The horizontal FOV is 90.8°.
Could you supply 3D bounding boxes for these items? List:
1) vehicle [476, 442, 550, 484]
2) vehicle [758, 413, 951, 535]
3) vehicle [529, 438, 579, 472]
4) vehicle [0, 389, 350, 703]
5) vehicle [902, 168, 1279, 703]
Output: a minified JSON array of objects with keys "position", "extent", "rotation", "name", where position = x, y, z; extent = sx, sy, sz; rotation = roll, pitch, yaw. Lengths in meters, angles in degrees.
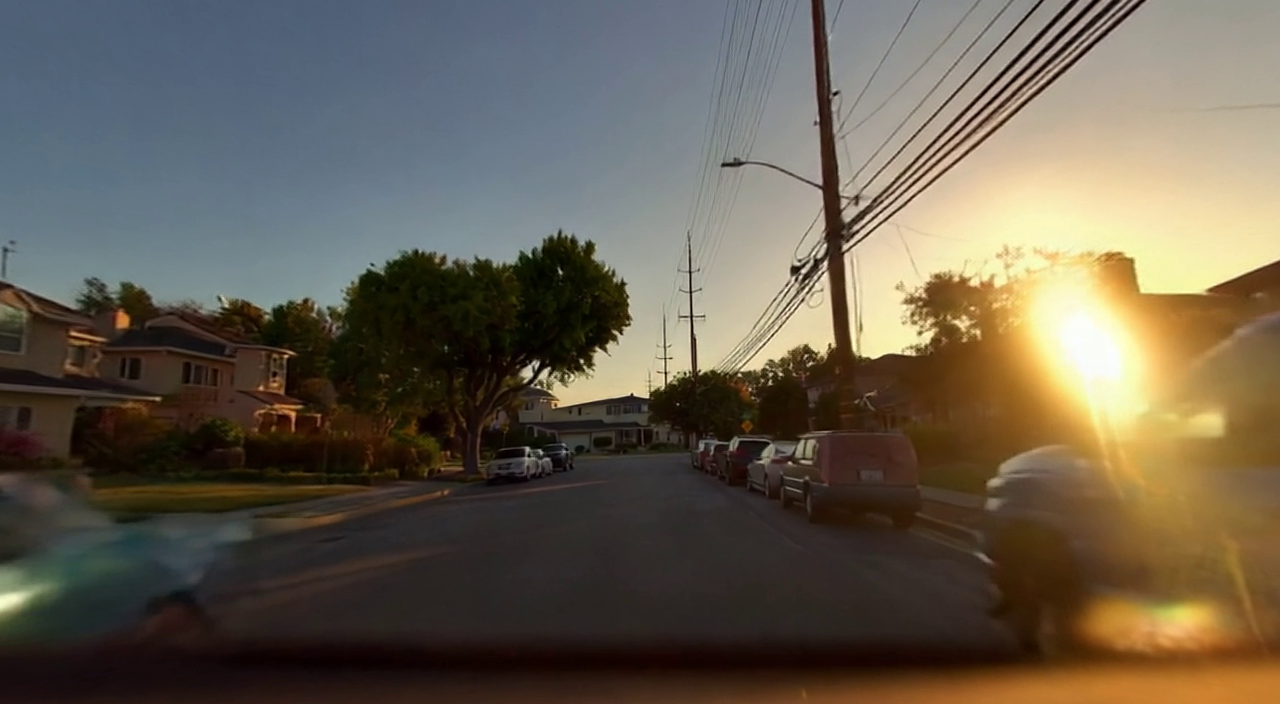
[{"position":[-5.738,5.063,29.190],"extent":[2.226,1.768,4.780],"rotation":[0,-9,3],"name":"vehicle"},{"position":[3.579,2.133,11.604],"extent":[2.012,1.777,4.505],"rotation":[0,-9,1],"name":"vehicle"},{"position":[-5.670,6.880,42.468],"extent":[2.455,2.045,6.171],"rotation":[0,-9,0],"name":"vehicle"},{"position":[-2.919,0.862,1.608],"extent":[2.213,1.548,4.370],"rotation":[0,-9,1],"name":"vehicle"},{"position":[2.910,0.401,0.825],"extent":[2.437,2.015,6.511],"rotation":[0,-9,1],"name":"vehicle"}]
